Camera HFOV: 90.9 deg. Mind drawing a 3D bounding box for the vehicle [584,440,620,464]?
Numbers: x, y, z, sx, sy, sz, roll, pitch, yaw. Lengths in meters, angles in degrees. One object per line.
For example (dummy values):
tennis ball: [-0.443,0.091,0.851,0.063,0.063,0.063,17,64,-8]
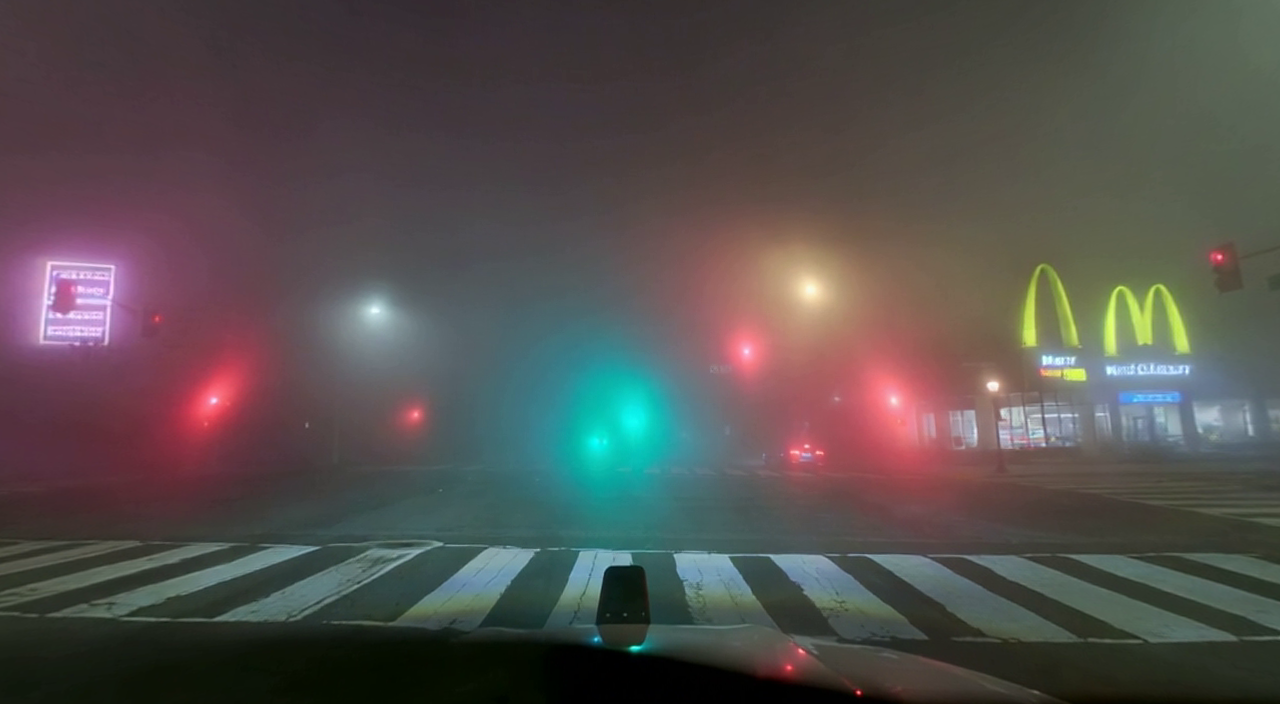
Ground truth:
vehicle: [-2.496,6.646,42.030,2.104,1.468,4.195,0,-8,1]
